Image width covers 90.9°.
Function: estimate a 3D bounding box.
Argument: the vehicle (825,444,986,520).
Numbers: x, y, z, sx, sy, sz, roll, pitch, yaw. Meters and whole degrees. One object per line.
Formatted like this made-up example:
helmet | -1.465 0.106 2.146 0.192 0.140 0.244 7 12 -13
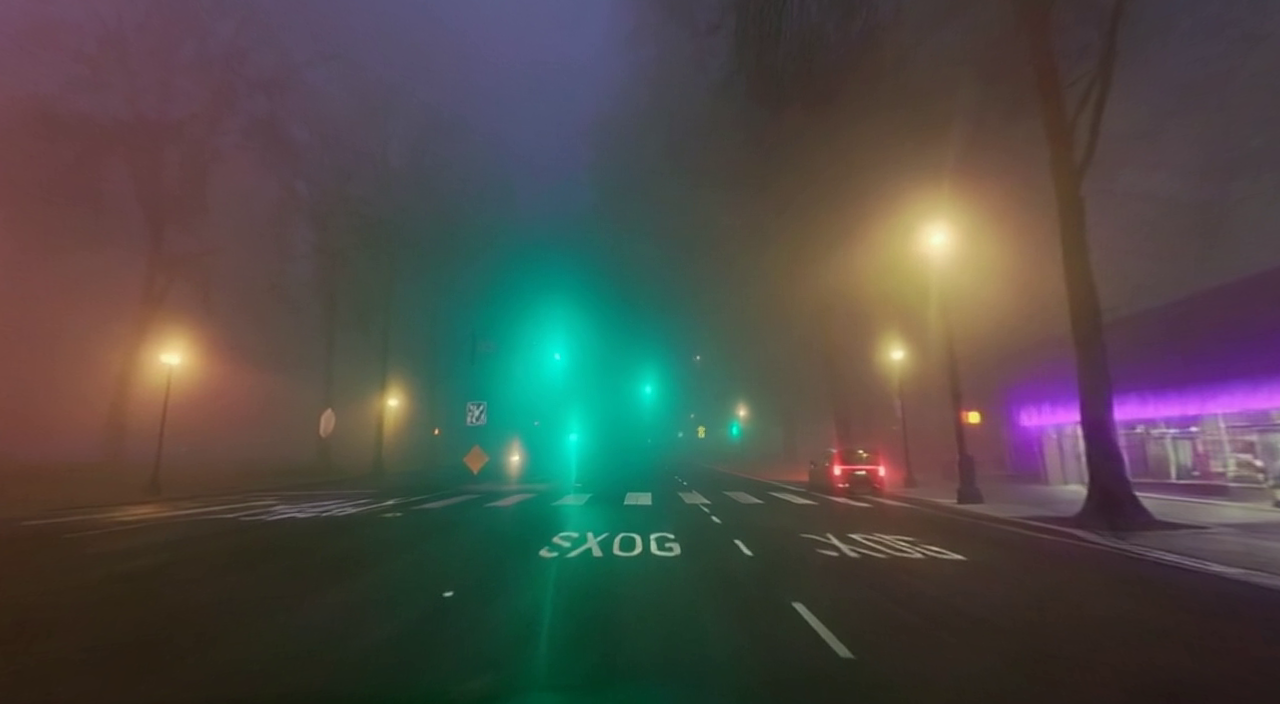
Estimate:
vehicle | 6.056 2.983 15.054 1.906 1.523 4.336 0 -9 -1
